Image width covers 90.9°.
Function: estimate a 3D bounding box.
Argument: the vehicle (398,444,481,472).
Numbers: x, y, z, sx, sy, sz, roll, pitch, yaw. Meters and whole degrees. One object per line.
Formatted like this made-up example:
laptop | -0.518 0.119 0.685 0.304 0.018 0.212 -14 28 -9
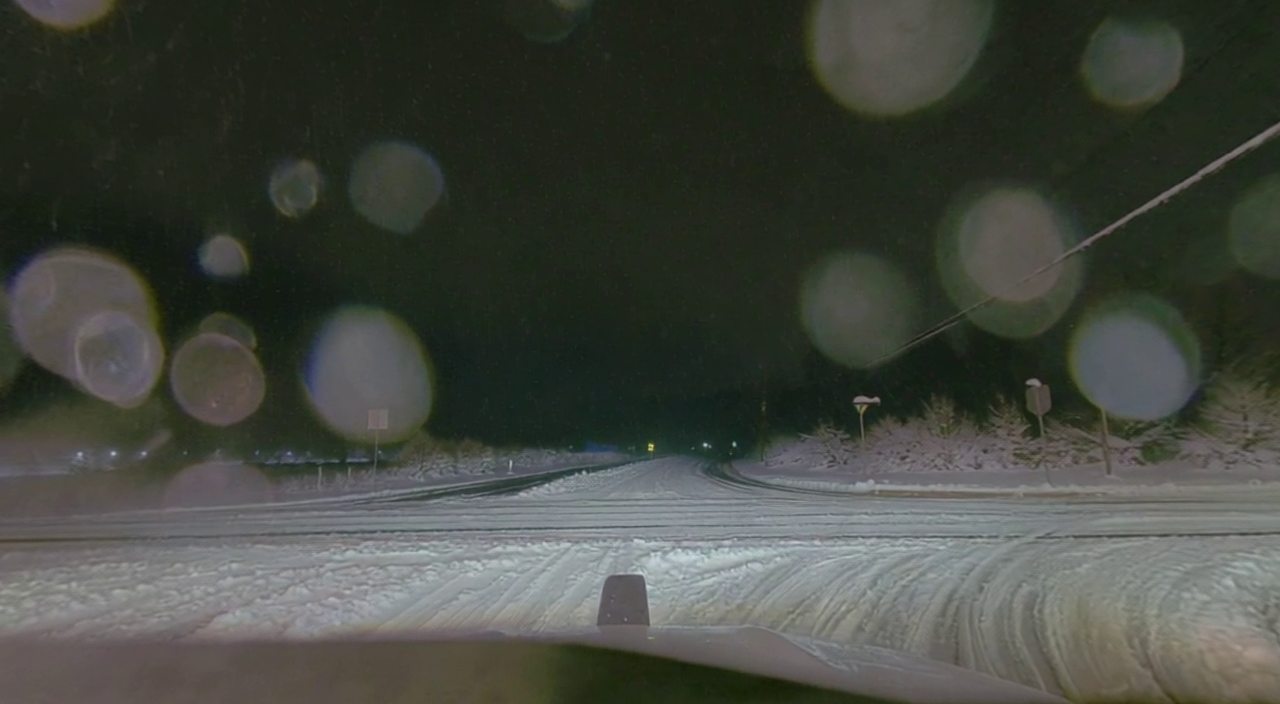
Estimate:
vehicle | -12.680 6.724 40.078 4.590 1.735 1.973 0 -9 3
